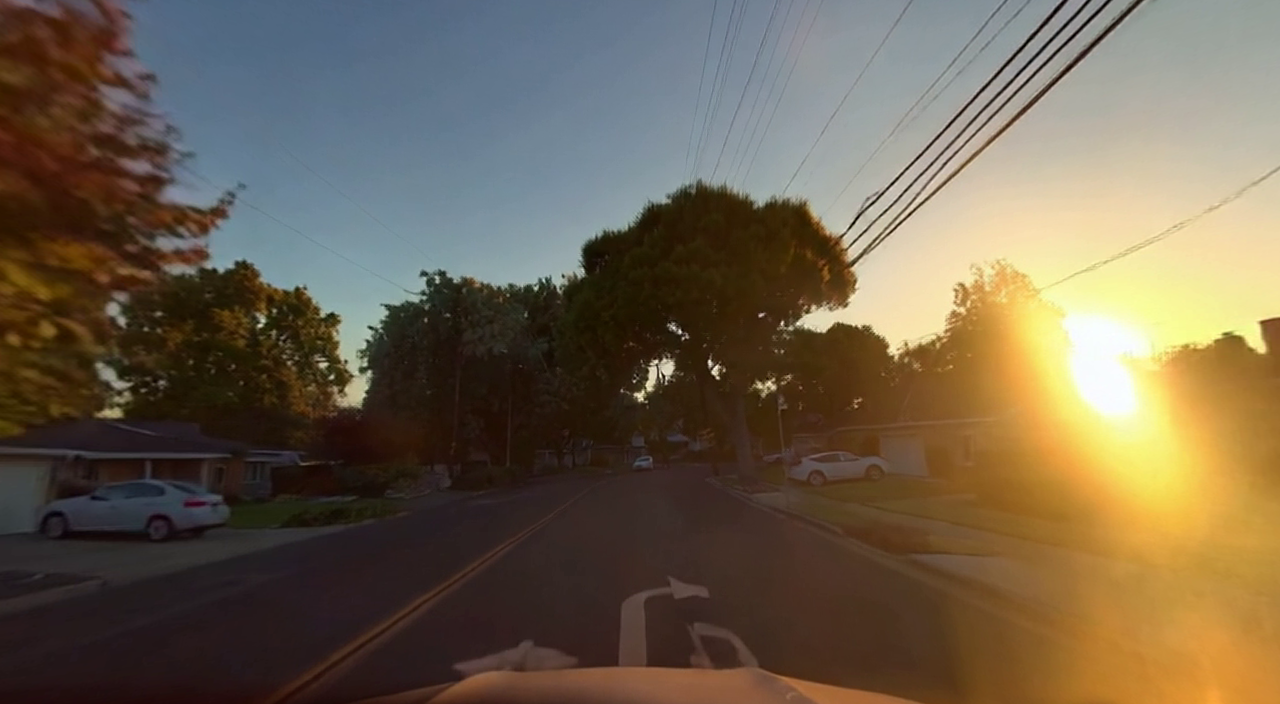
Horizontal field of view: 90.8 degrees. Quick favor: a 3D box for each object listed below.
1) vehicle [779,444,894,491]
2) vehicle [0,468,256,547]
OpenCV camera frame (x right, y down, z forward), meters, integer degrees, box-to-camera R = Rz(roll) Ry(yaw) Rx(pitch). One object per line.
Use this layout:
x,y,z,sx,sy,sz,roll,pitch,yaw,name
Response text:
7.723,4.537,25.064,3.846,1.725,1.920,0,-9,-4,vehicle
-11.698,3.536,14.658,4.243,1.598,2.003,-1,-9,3,vehicle
